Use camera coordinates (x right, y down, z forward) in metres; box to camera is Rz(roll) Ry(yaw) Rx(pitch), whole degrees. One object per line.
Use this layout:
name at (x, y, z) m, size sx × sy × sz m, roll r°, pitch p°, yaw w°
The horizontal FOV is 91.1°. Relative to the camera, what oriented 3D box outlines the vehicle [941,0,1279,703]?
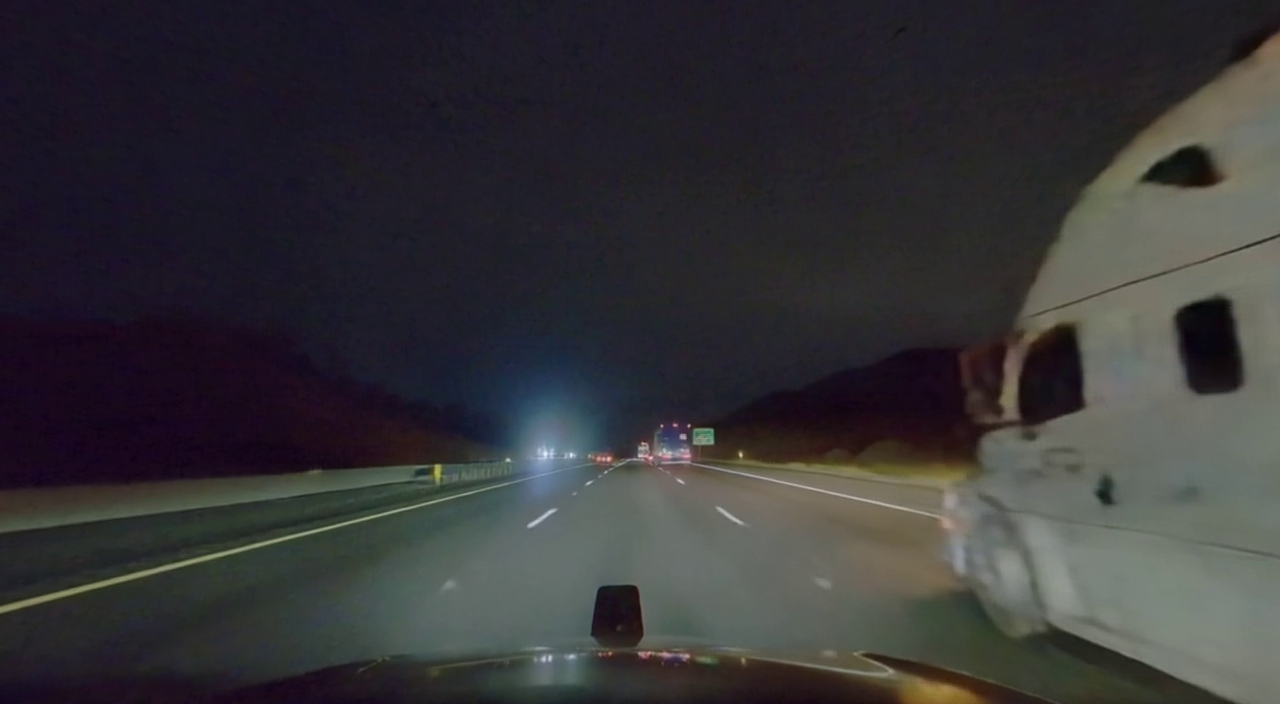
vehicle at (4.068, -0.189, 2.084) m, size 3.025 × 3.919 × 5.829 m, roll 0°, pitch -9°, yaw -1°
